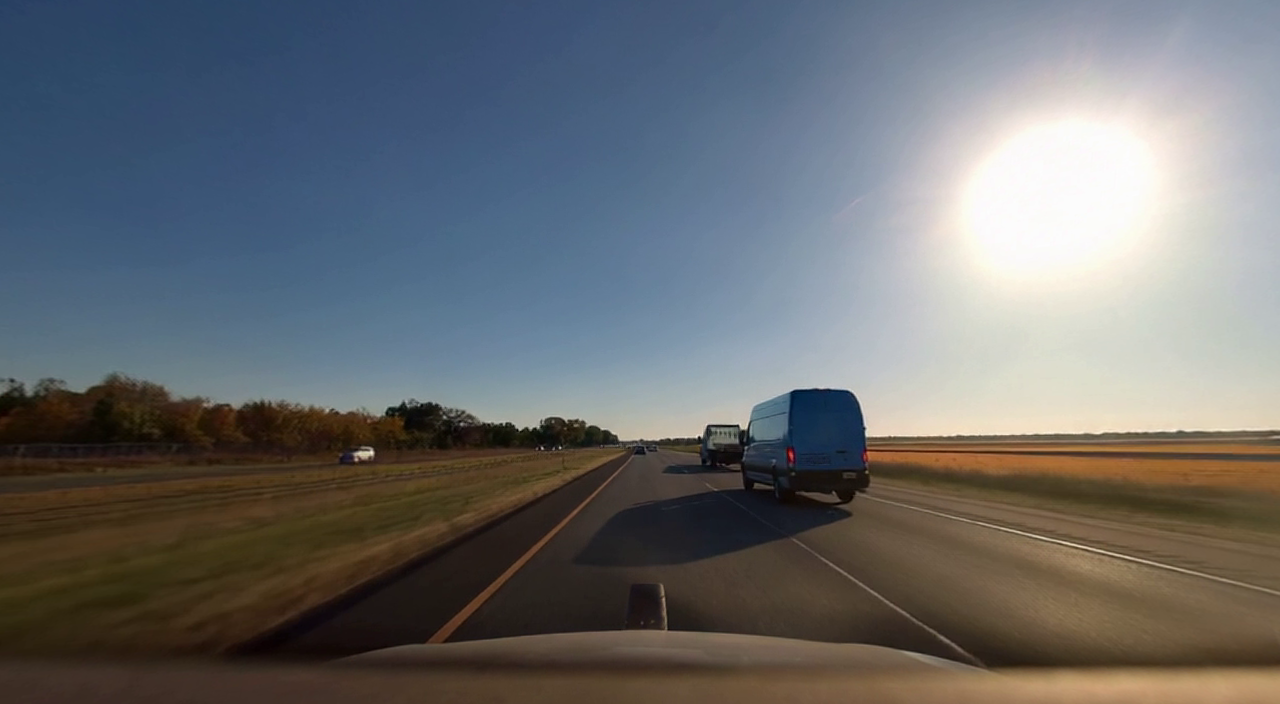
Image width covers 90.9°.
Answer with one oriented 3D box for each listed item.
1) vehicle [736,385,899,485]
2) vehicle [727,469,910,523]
[{"bbox_3d":[4.077,2.127,15.816,2.444,2.053,5.616,0,-9,0],"label":"vehicle"},{"bbox_3d":[4.006,3.456,15.773,2.702,0.824,6.391,0,-8,-1],"label":"vehicle"}]
